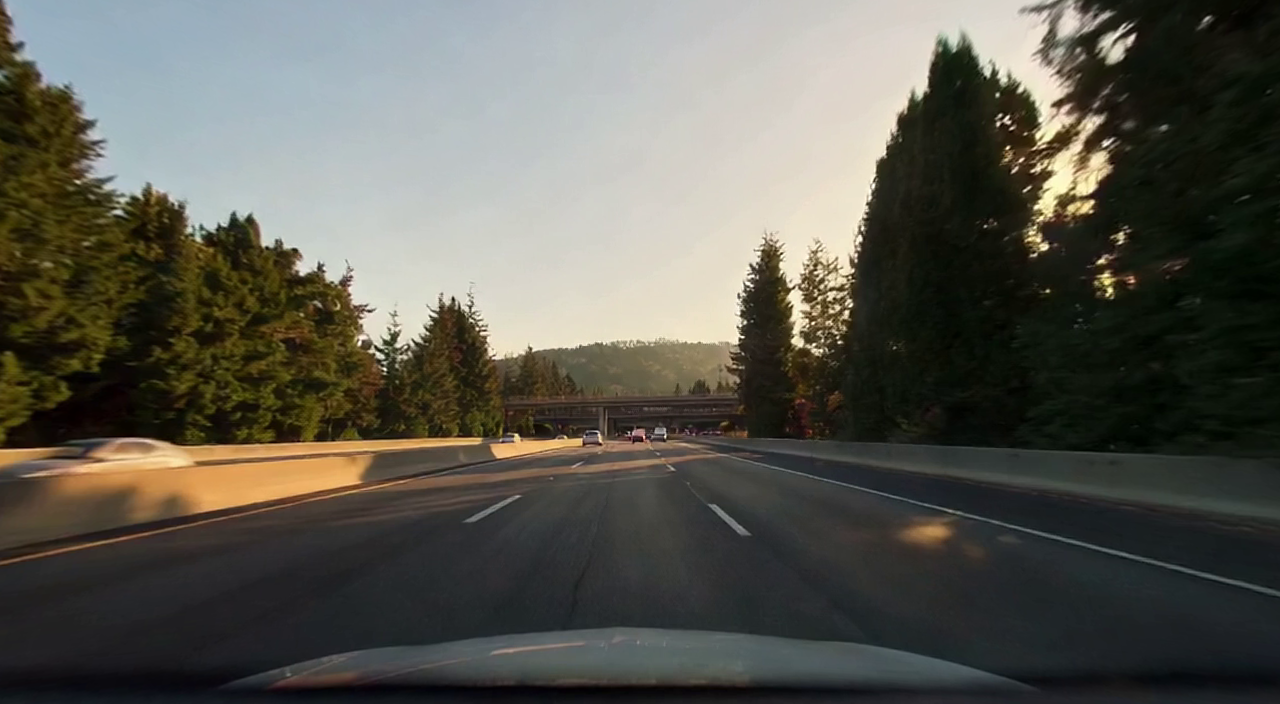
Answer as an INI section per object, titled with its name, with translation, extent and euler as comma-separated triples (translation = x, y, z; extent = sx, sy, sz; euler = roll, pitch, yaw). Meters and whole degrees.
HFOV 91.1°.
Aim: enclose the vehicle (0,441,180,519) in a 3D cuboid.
[vehicle]
translation = -12.971, 2.764, 14.239
extent = 1.895, 1.439, 4.263
euler = 0, -8, -1
